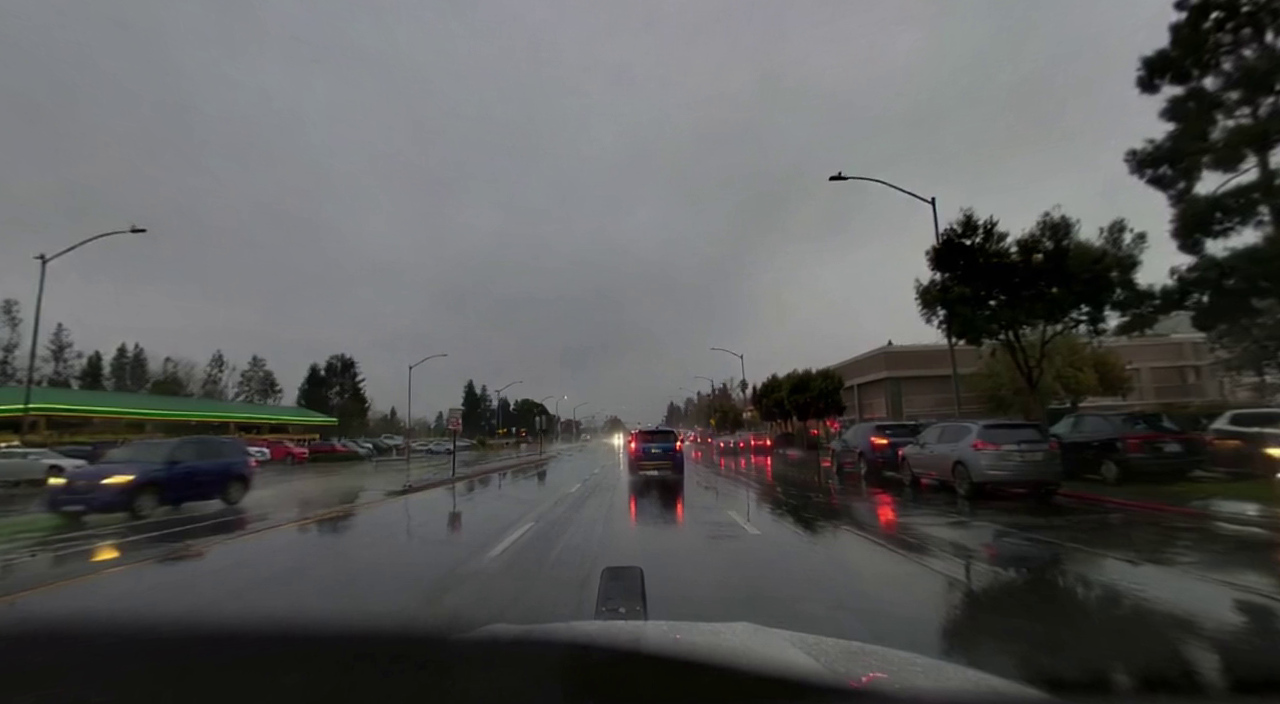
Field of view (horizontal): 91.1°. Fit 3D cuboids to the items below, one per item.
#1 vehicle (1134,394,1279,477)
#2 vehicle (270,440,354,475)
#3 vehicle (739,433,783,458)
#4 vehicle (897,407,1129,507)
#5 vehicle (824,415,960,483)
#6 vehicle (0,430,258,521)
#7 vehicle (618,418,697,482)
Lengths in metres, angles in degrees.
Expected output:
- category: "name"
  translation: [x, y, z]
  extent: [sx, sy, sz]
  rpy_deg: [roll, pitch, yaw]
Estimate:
- category: "vehicle"
  translation: [13.659, 1.844, 13.726]
  extent: [1.844, 1.650, 4.415]
  rpy_deg: [1, -8, -5]
- category: "vehicle"
  translation: [-17.571, 5.638, 33.941]
  extent: [1.995, 1.740, 4.673]
  rpy_deg: [0, -8, 0]
- category: "vehicle"
  translation: [7.616, 5.927, 39.929]
  extent: [1.818, 1.459, 4.806]
  rpy_deg: [0, -8, 0]
- category: "vehicle"
  translation: [7.471, 2.172, 13.321]
  extent: [1.970, 1.744, 4.662]
  rpy_deg: [0, -8, -1]
- category: "vehicle"
  translation: [7.373, 2.917, 19.036]
  extent: [2.032, 1.776, 4.782]
  rpy_deg: [0, -8, -1]
- category: "vehicle"
  translation: [-10.916, 2.633, 13.990]
  extent: [2.002, 1.694, 4.384]
  rpy_deg: [0, -8, 0]
- category: "vehicle"
  translation: [0.573, 3.245, 20.978]
  extent: [2.317, 1.857, 5.150]
  rpy_deg: [0, -8, 1]
